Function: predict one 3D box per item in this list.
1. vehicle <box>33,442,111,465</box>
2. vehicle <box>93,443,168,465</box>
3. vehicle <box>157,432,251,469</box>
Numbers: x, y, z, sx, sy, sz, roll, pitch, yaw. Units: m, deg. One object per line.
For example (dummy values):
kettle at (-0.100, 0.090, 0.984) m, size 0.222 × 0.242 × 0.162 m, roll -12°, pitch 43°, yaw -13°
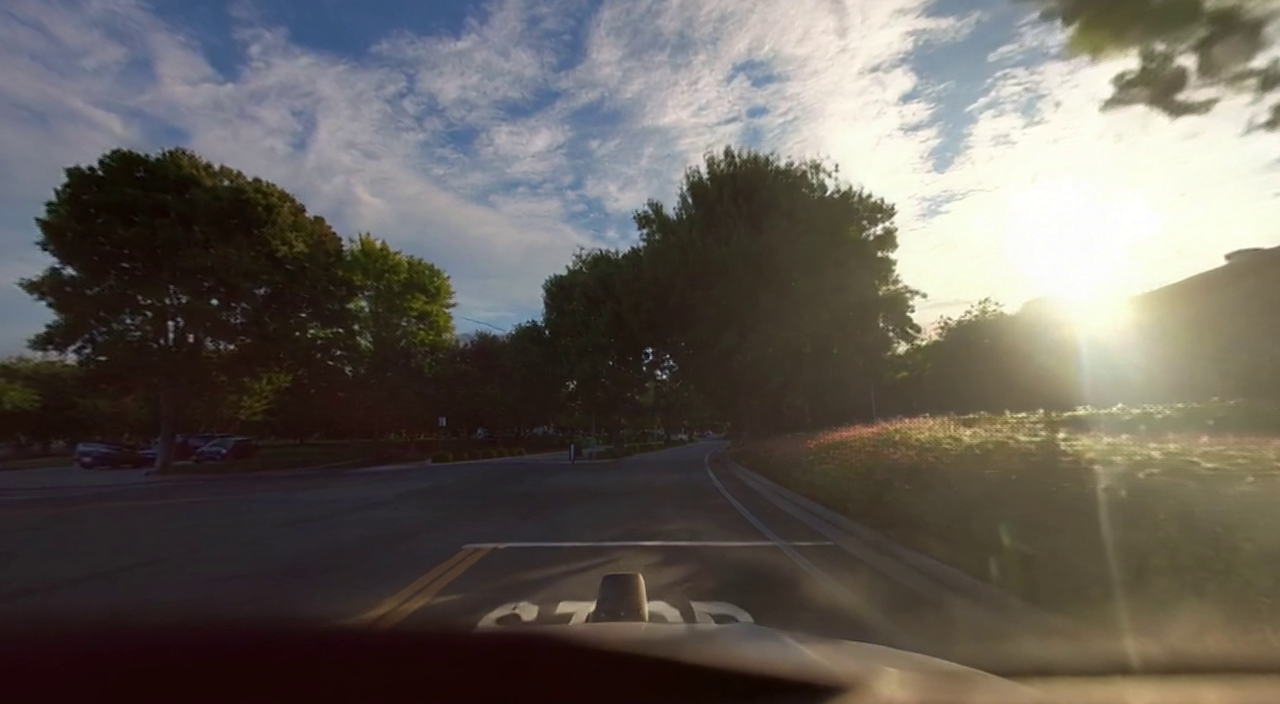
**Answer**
vehicle at (-44.216, 7.904, 49.227) m, size 4.229 × 1.674 × 1.996 m, roll -1°, pitch -9°, yaw 4°
vehicle at (-39.187, 7.836, 48.634) m, size 4.258 × 1.584 × 1.843 m, roll -1°, pitch -9°, yaw 5°
vehicle at (-27.821, 6.265, 40.391) m, size 4.733 × 1.892 × 1.939 m, roll -4°, pitch -4°, yaw 3°
